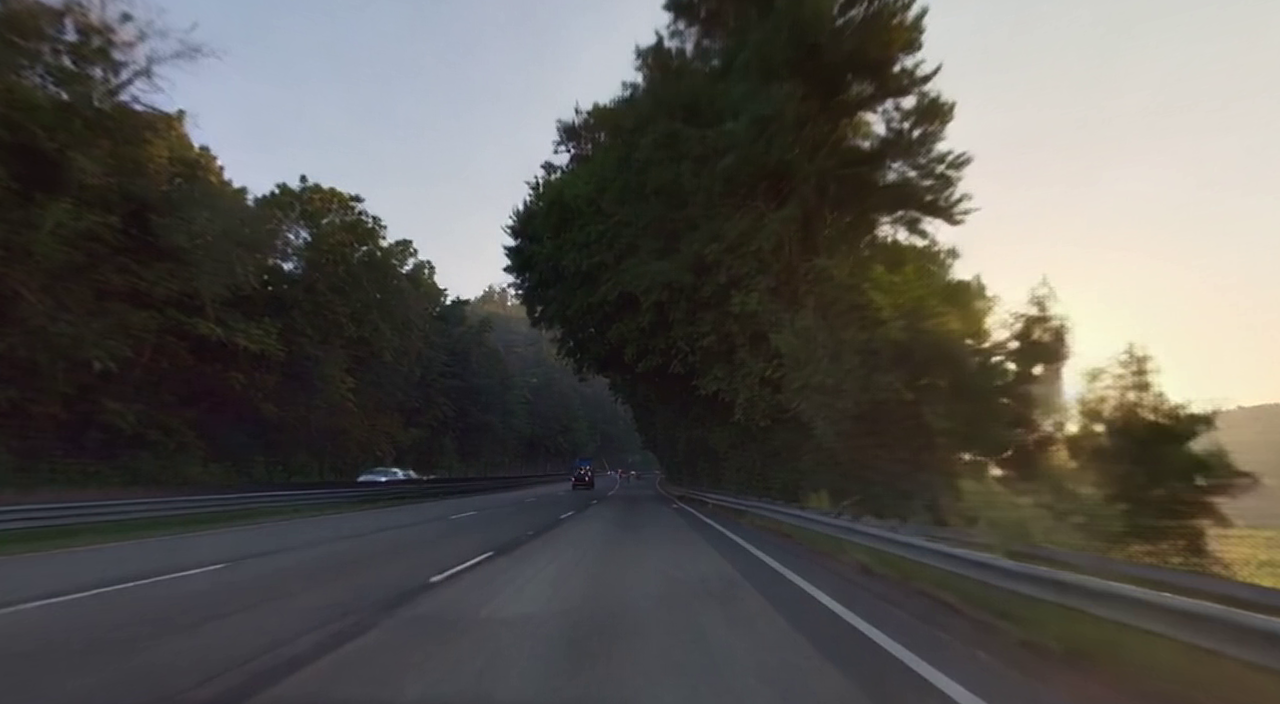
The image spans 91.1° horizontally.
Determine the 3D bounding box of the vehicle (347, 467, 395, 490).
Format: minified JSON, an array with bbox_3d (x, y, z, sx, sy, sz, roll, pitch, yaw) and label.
[{"bbox_3d":[-21.000,9.895,49.212,1.733,1.646,4.204,1,-11,1],"label":"vehicle"}]
